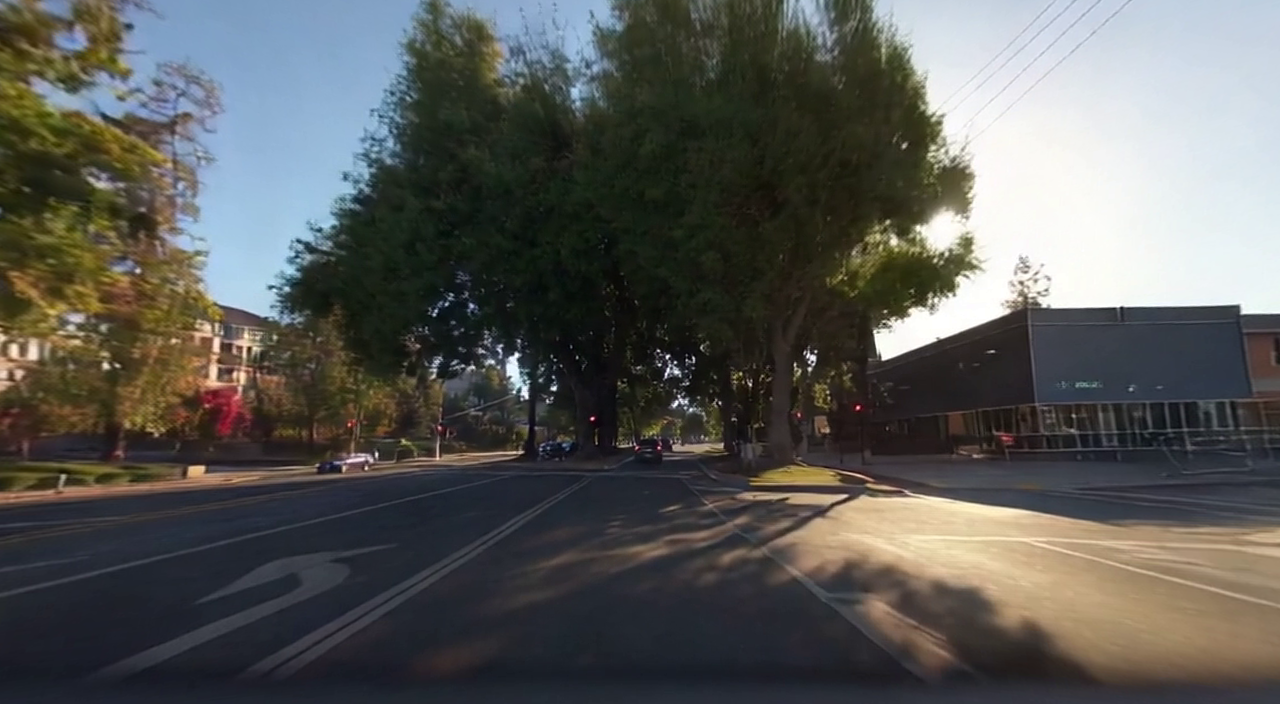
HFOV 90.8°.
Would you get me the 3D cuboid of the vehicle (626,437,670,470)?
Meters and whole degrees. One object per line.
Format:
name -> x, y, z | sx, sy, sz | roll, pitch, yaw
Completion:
vehicle -> 0.471, 5.140, 32.147 | 2.037, 1.568, 3.693 | -1, -8, 4
